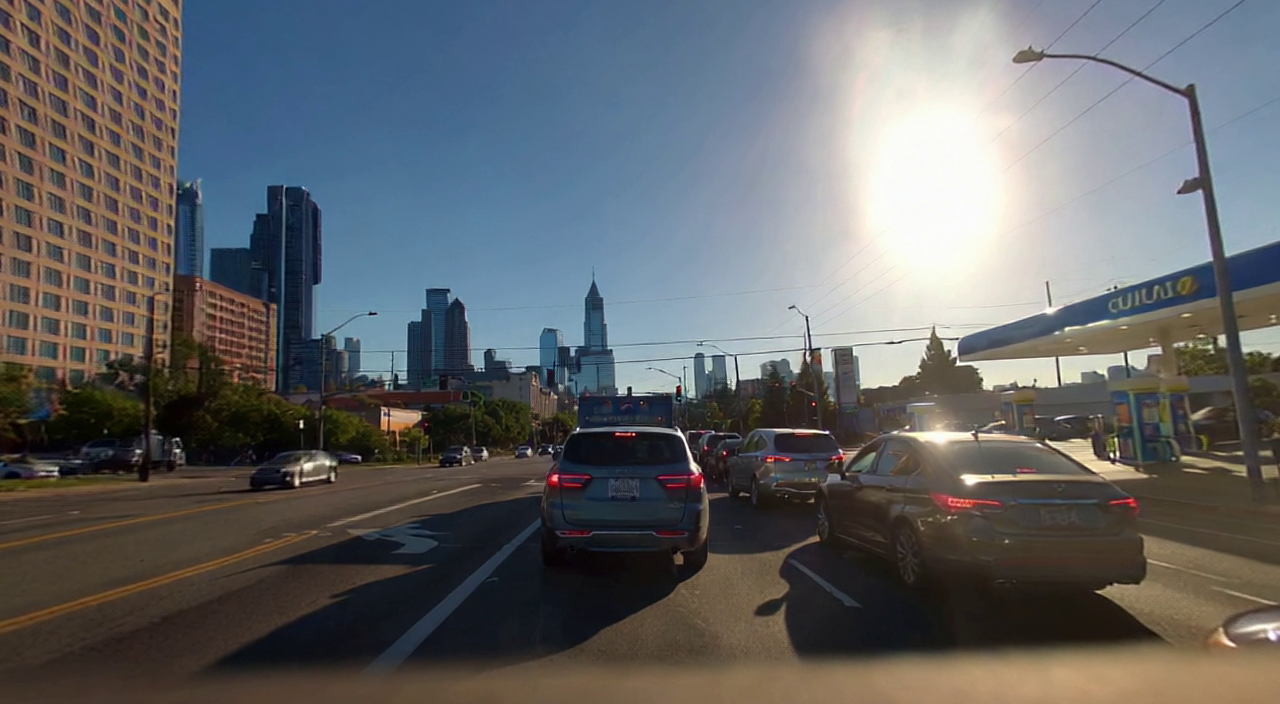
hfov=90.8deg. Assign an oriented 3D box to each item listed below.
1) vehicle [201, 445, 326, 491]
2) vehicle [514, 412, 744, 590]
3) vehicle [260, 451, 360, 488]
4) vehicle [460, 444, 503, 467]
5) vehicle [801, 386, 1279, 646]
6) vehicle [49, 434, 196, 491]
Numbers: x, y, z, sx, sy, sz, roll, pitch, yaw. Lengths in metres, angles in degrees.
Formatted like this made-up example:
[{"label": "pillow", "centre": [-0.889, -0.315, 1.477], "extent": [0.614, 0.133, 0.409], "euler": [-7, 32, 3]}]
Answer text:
[{"label": "vehicle", "centre": [-17.839, 5.472, 30.396], "extent": [2.325, 1.938, 5.913], "euler": [0, -9, 0]}, {"label": "vehicle", "centre": [-0.141, 1.651, 7.736], "extent": [2.106, 1.613, 3.697], "euler": [0, -9, -1]}, {"label": "vehicle", "centre": [-14.854, 5.281, 28.758], "extent": [2.011, 1.465, 4.528], "euler": [-1, -9, 1]}, {"label": "vehicle", "centre": [-11.427, 7.494, 45.860], "extent": [1.955, 1.546, 4.232], "euler": [-1, -9, 1]}, {"label": "vehicle", "centre": [3.360, 1.411, 6.476], "extent": [2.056, 1.700, 4.399], "euler": [0, -9, -3]}, {"label": "vehicle", "centre": [-26.938, 5.753, 33.317], "extent": [2.571, 2.711, 6.027], "euler": [0, -9, -1]}]
